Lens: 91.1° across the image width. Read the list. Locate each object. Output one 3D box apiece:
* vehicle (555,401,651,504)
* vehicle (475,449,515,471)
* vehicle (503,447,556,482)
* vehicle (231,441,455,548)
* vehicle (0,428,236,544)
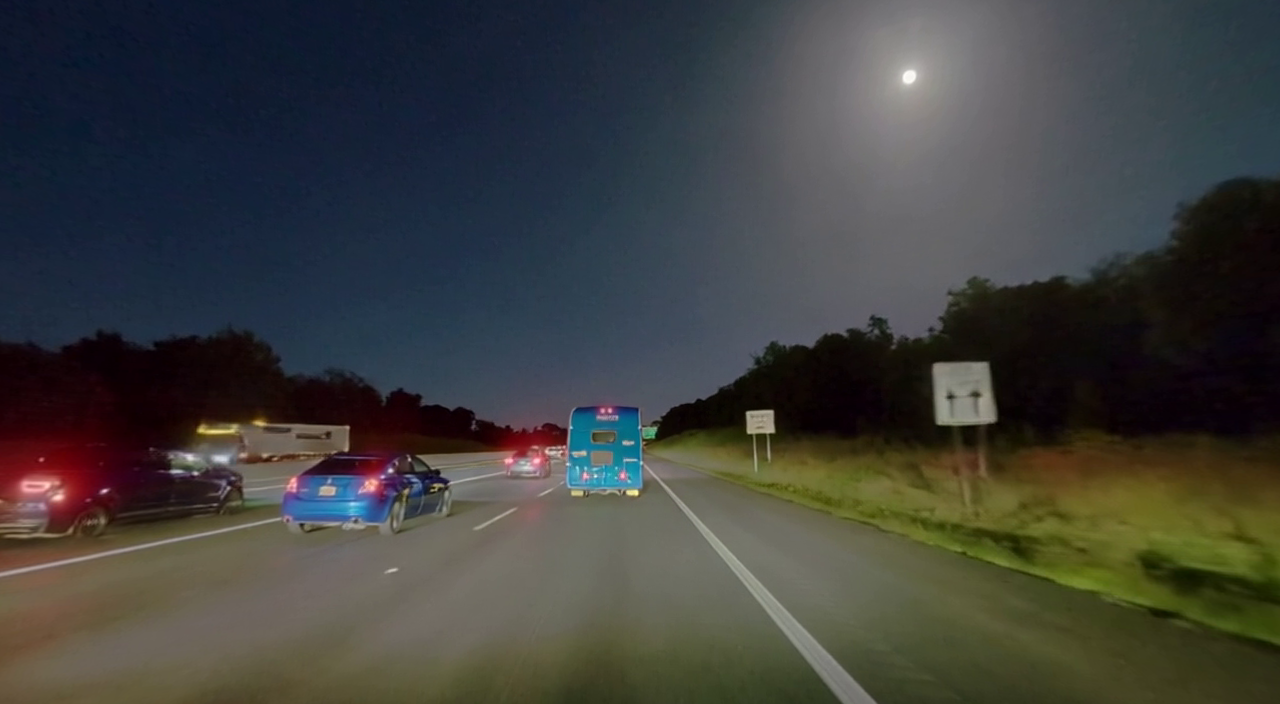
[{"bbox_3d":[-0.967,2.941,18.538,2.394,2.556,5.232,0,-9,-1],"label":"vehicle"},{"bbox_3d":[-10.088,7.526,44.103,1.886,1.462,4.084,0,-9,-1],"label":"vehicle"},{"bbox_3d":[-5.009,5.122,28.939,1.872,1.480,3.545,0,-9,-1],"label":"vehicle"},{"bbox_3d":[-4.678,2.274,10.710,1.876,1.438,4.072,0,-9,-1],"label":"vehicle"},{"bbox_3d":[-9.587,2.242,11.120,2.010,1.621,4.252,0,-9,0],"label":"vehicle"}]
